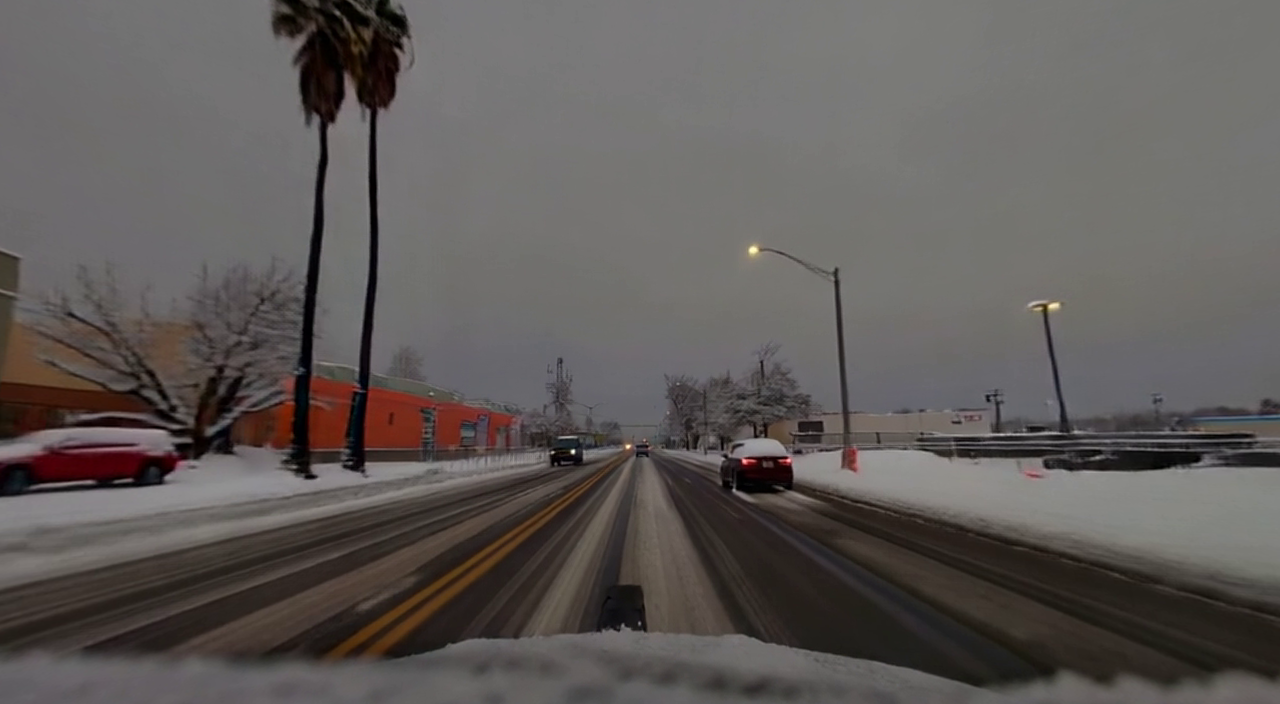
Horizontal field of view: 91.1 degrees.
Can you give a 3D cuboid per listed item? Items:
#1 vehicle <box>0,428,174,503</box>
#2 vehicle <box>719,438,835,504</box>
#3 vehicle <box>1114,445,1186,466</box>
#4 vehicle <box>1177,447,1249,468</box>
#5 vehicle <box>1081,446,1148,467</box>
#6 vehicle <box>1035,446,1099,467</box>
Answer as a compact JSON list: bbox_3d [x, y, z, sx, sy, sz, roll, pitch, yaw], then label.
[{"bbox_3d":[-18.032,3.381,19.040,5.894,2.071,2.464,8,-11,-41],"label":"vehicle"},{"bbox_3d":[3.575,3.200,17.386,2.148,1.562,4.642,0,-8,0],"label":"vehicle"},{"bbox_3d":[39.168,7.945,48.361,1.869,1.516,4.343,0,-8,0],"label":"vehicle"},{"bbox_3d":[44.671,8.190,49.036,1.776,1.502,4.088,2,-8,0],"label":"vehicle"},{"bbox_3d":[36.004,7.897,47.762,1.784,1.509,4.273,0,-8,2],"label":"vehicle"},{"bbox_3d":[32.849,8.017,48.456,1.851,1.522,4.665,0,-8,2],"label":"vehicle"}]
